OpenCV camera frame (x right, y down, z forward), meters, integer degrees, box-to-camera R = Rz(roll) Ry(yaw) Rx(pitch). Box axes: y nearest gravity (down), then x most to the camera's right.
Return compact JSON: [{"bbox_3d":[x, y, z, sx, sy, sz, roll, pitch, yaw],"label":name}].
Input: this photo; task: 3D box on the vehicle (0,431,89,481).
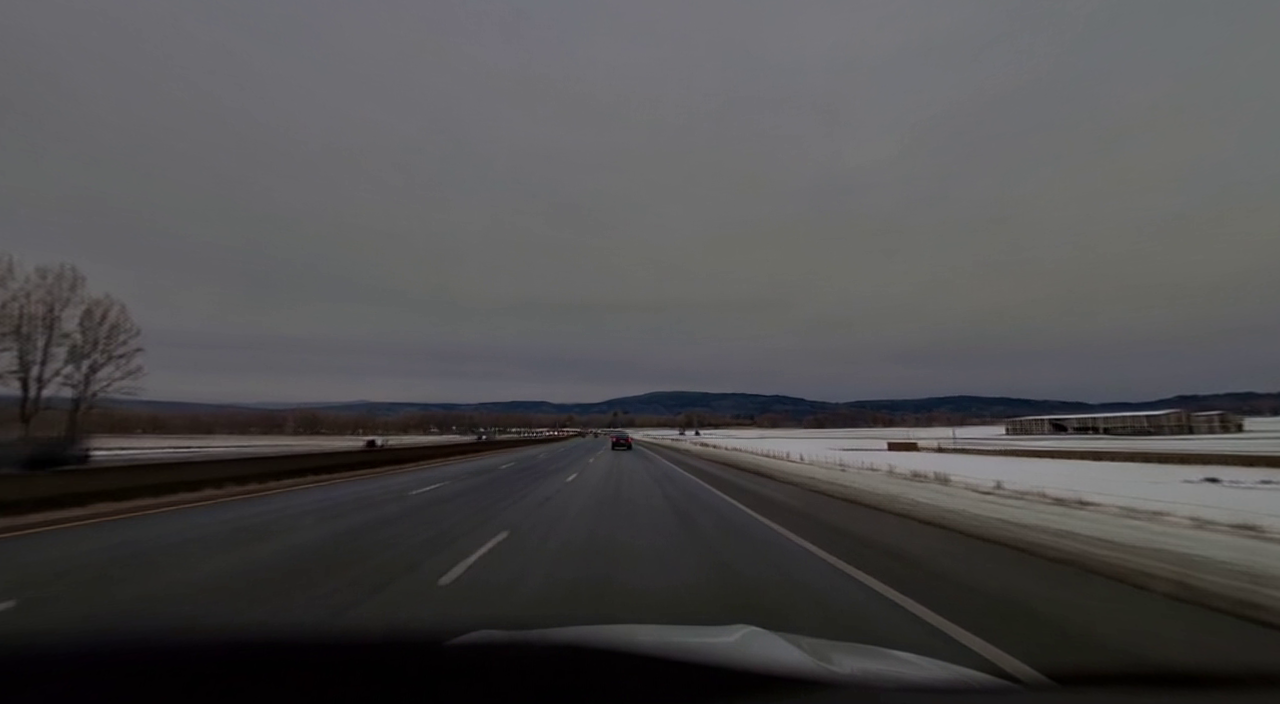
[{"bbox_3d":[-19.927,3.223,19.576,1.791,1.467,4.207,0,-8,-1],"label":"vehicle"}]
